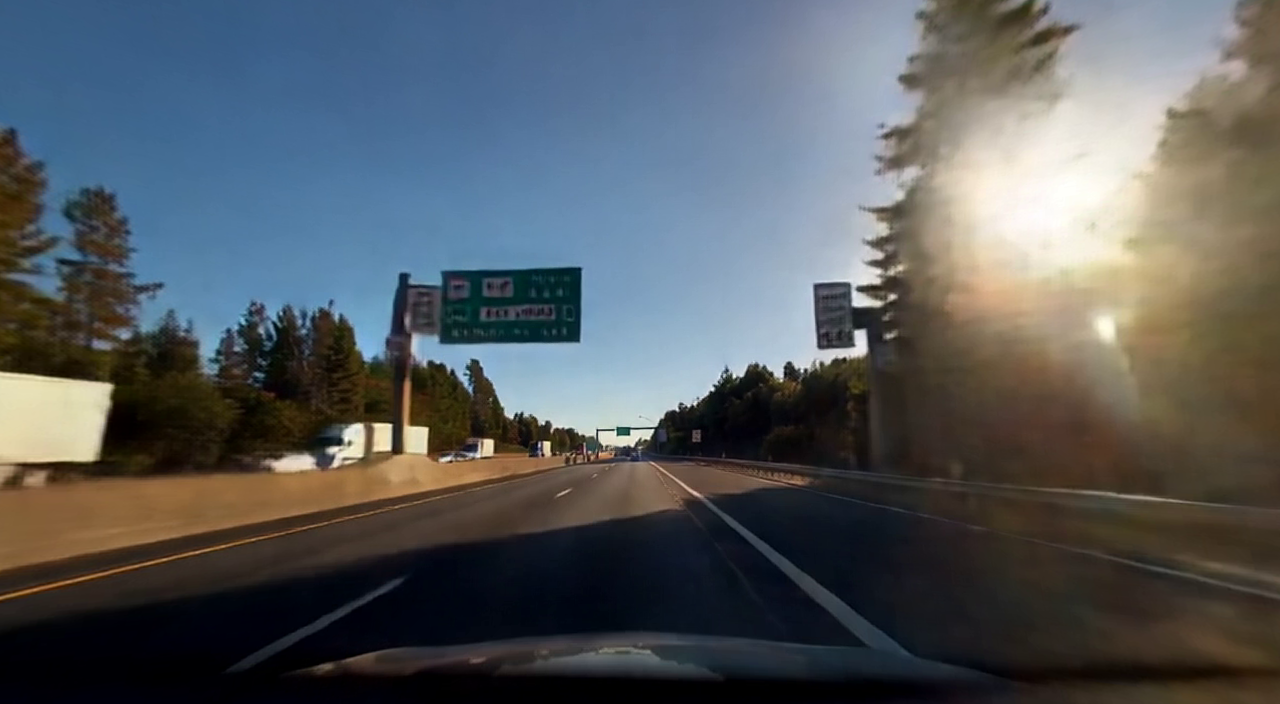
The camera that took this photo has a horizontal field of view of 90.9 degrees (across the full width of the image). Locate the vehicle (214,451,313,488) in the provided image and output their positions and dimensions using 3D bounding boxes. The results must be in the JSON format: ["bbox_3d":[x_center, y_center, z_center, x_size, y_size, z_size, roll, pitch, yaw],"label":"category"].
[{"bbox_3d":[-16.145,5.035,27.289,1.763,1.426,4.199,0,-9,-2],"label":"vehicle"}]

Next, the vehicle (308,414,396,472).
[{"bbox_3d":[-21.084,6.772,46.809,2.969,3.921,7.766,0,-9,-2],"label":"vehicle"}]
